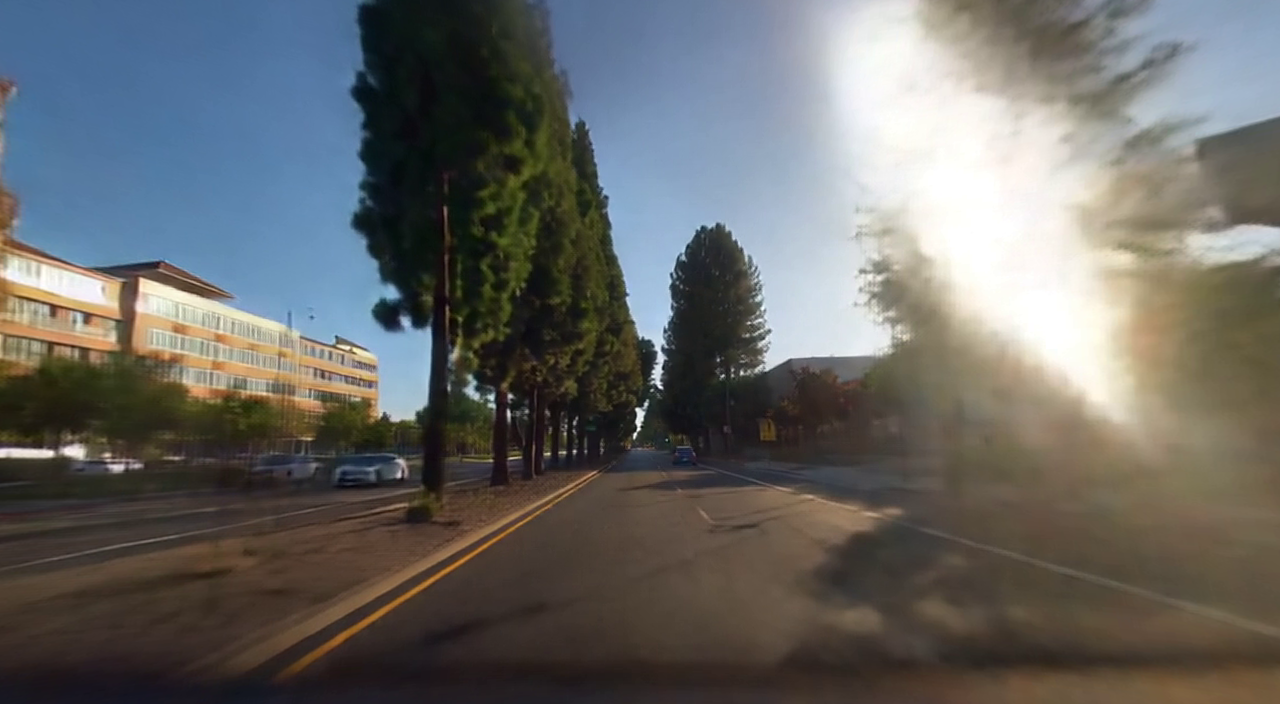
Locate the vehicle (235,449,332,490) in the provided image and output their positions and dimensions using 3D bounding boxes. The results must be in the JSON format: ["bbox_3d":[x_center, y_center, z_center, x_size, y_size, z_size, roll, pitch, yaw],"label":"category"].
[{"bbox_3d":[-16.971,5.580,30.356,2.052,1.776,4.483,0,-8,0],"label":"vehicle"}]

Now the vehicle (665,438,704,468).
[{"bbox_3d":[2.866,6.639,41.564,2.085,1.828,5.383,0,-8,-1],"label":"vehicle"}]

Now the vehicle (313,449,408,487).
[{"bbox_3d":[-11.831,4.906,27.143,1.890,1.446,4.714,0,-9,1],"label":"vehicle"}]
